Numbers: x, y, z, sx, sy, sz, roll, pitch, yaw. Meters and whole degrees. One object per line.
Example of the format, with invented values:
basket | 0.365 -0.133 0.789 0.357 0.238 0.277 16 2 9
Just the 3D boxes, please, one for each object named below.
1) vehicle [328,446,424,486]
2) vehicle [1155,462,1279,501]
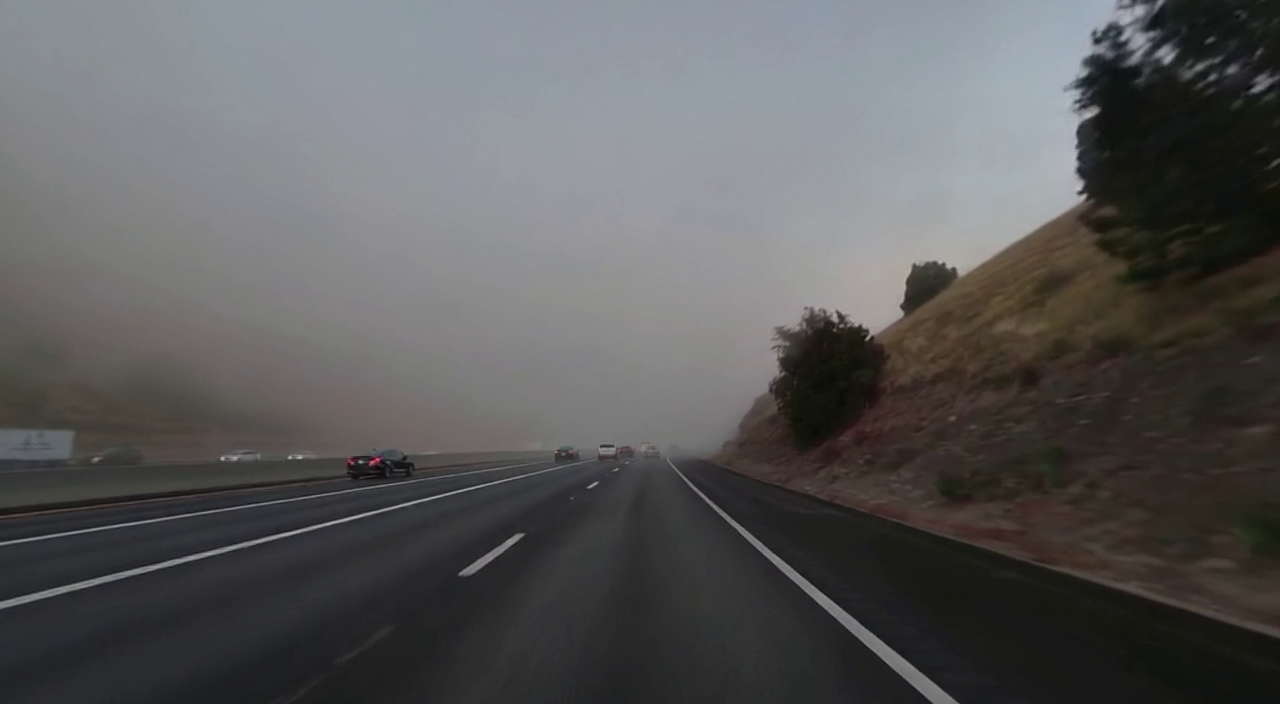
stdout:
vehicle | -10.642 4.609 25.842 1.927 1.454 4.395 -1 -8 1
vehicle | 26.145 5.813 28.595 1.839 1.492 4.418 -1 -8 1
